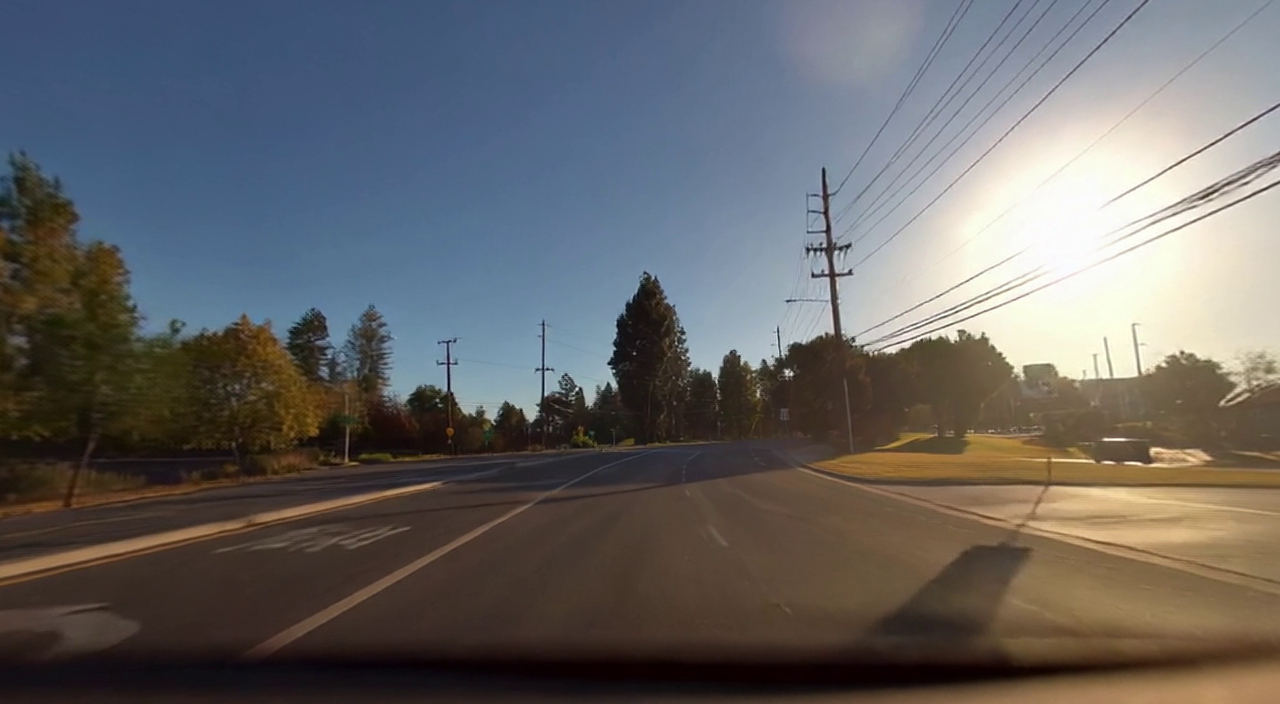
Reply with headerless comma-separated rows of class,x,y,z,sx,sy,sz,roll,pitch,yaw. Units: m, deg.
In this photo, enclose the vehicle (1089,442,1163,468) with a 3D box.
vehicle,31.143,6.680,40.685,1.807,1.443,4.905,-1,-11,13
